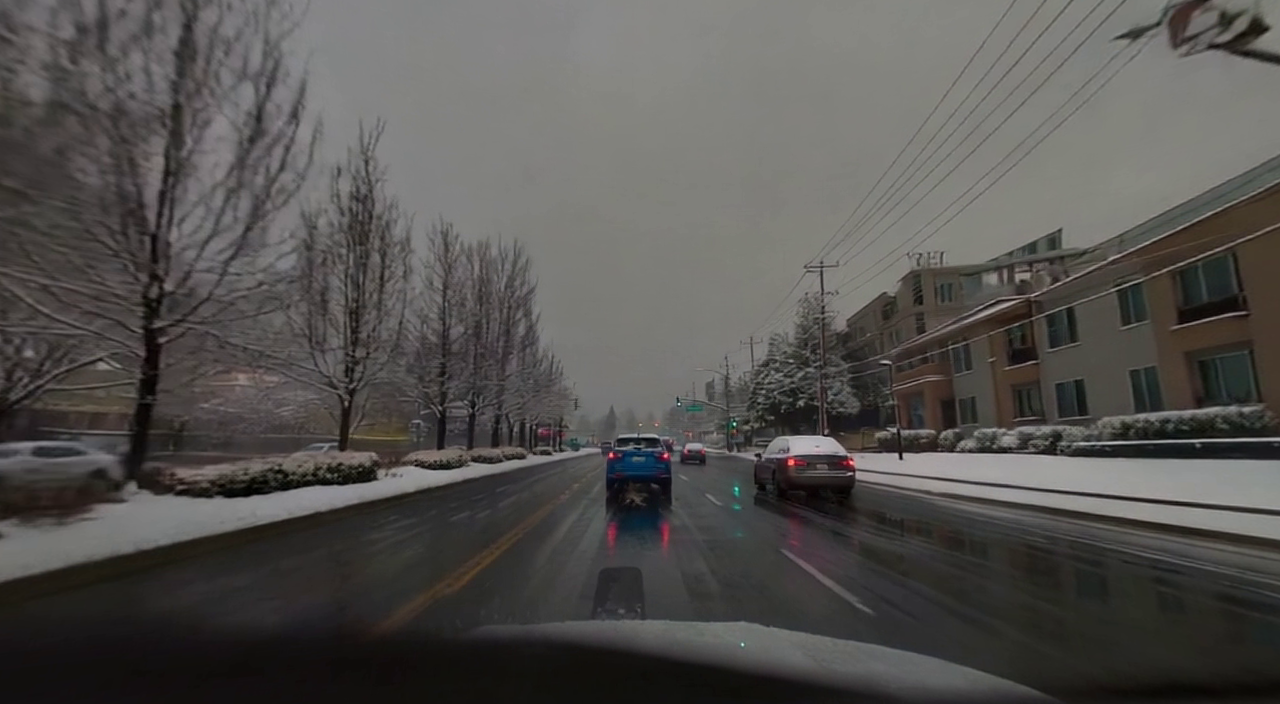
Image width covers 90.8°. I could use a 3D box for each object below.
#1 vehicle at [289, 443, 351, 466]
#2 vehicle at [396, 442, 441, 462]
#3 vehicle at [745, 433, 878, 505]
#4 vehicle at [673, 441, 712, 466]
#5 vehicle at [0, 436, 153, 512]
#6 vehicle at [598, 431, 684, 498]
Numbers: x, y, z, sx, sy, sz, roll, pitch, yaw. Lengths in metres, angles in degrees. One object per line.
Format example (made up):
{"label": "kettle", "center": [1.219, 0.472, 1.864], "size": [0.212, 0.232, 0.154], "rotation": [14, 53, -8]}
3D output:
{"label": "vehicle", "center": [-21.545, 6.916, 42.734], "size": [1.821, 1.485, 4.393], "rotation": [0, -8, 0]}
{"label": "vehicle", "center": [-17.460, 7.888, 49.925], "size": [1.873, 1.459, 4.447], "rotation": [0, -8, 1]}
{"label": "vehicle", "center": [4.112, 2.883, 16.037], "size": [2.086, 1.534, 4.351], "rotation": [0, -8, -1]}
{"label": "vehicle", "center": [3.318, 6.504, 40.593], "size": [2.054, 1.461, 4.321], "rotation": [0, -8, -1]}
{"label": "vehicle", "center": [-13.730, 2.686, 14.246], "size": [2.031, 1.490, 4.284], "rotation": [0, -8, 0]}
{"label": "vehicle", "center": [-0.013, 3.039, 17.389], "size": [2.073, 1.606, 3.933], "rotation": [0, -8, -1]}
